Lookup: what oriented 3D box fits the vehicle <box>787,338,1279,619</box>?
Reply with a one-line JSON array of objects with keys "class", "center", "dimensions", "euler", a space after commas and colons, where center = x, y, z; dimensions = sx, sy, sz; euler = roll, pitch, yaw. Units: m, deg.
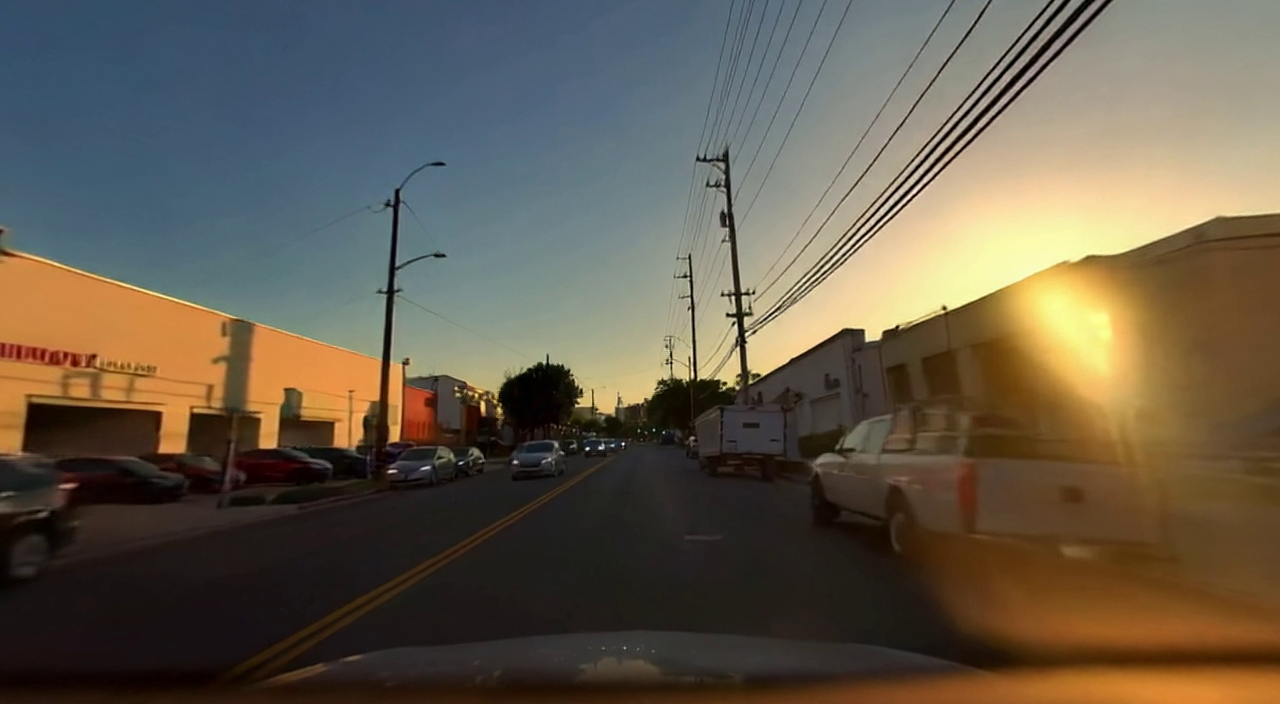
[{"class": "vehicle", "center": [3.607, 1.360, 7.733], "dimensions": [2.249, 2.026, 6.211], "euler": [-1, -8, 1]}]

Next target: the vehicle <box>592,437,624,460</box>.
[{"class": "vehicle", "center": [-2.378, 7.356, 48.180], "dimensions": [2.061, 1.679, 4.042], "euler": [-1, -8, 2]}]

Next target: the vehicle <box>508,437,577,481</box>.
[{"class": "vehicle", "center": [-3.884, 4.332, 25.910], "dimensions": [2.020, 1.528, 4.258], "euler": [-3, -9, 1]}]

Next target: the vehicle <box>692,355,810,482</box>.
[{"class": "vehicle", "center": [3.651, 2.597, 23.225], "dimensions": [2.874, 3.757, 8.612], "euler": [1, -8, 1]}]

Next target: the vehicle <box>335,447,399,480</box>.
[{"class": "vehicle", "center": [-16.317, 6.640, 38.019], "dimensions": [2.101, 1.720, 4.554], "euler": [-3, -8, -5]}]

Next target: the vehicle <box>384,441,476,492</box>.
[{"class": "vehicle", "center": [-8.133, 4.413, 24.948], "dimensions": [1.954, 1.622, 4.761], "euler": [-5, -8, 0]}]

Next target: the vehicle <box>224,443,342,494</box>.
[{"class": "vehicle", "center": [-14.306, 4.651, 25.725], "dimensions": [2.001, 1.838, 4.855], "euler": [0, -8, 0]}]

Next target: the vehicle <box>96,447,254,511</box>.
[{"class": "vehicle", "center": [-14.498, 3.930, 20.052], "dimensions": [1.869, 1.633, 4.092], "euler": [-5, -9, 1]}]
